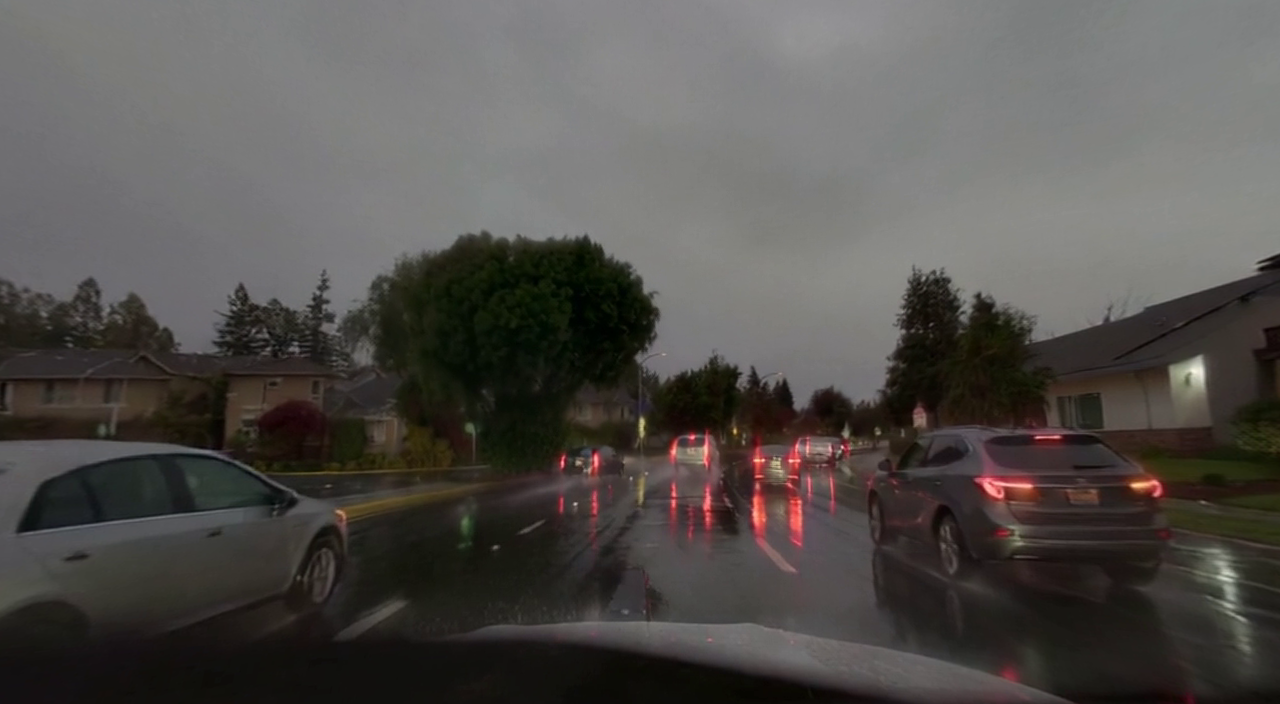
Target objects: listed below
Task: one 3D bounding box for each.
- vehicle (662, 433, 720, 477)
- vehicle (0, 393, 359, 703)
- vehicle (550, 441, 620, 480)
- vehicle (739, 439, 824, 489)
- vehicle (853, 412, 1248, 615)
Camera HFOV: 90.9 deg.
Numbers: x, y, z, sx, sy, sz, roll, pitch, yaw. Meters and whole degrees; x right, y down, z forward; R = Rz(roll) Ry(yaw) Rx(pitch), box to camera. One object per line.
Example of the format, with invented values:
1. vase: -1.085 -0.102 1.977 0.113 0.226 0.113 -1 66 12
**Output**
1. vehicle: 2.372 4.602 28.288 2.250 1.768 4.574 -2 -9 9
2. vehicle: -3.491 0.973 2.861 2.169 1.468 4.716 -1 -9 1
3. vehicle: -2.200 4.532 26.560 2.006 1.464 4.586 -1 -9 7
4. vehicle: 4.587 3.694 21.087 2.117 1.472 4.158 -1 -9 4
5. vehicle: 3.745 1.502 6.638 1.859 1.540 3.454 -1 -8 2
